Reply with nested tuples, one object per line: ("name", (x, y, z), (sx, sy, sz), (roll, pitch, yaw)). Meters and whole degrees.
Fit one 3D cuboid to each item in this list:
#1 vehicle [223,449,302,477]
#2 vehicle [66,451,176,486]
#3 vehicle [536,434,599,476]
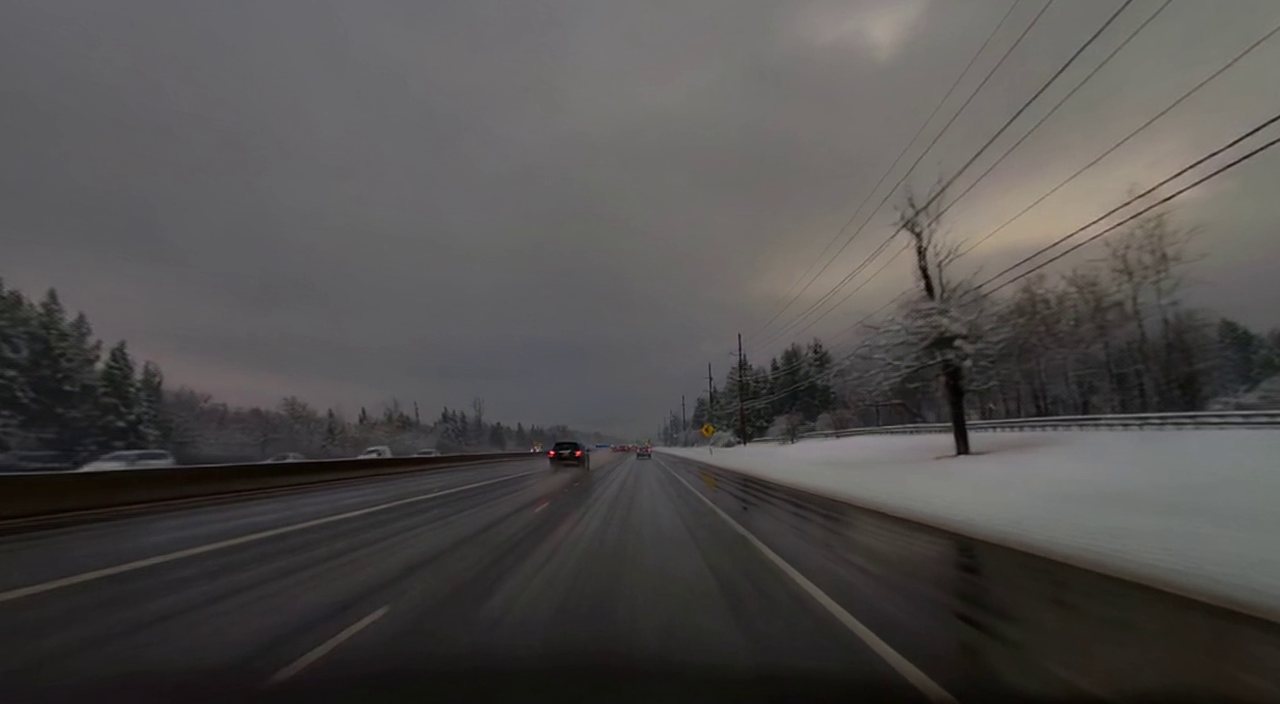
("vehicle", (-24.542, 7.226, 41.204), (2.018, 1.724, 4.942), (0, -9, 1))
("vehicle", (-28.781, 6.433, 35.168), (1.973, 1.811, 4.881), (0, -9, 0))
("vehicle", (-3.636, 5.315, 32.689), (2.577, 1.939, 5.408), (0, -9, 1))
